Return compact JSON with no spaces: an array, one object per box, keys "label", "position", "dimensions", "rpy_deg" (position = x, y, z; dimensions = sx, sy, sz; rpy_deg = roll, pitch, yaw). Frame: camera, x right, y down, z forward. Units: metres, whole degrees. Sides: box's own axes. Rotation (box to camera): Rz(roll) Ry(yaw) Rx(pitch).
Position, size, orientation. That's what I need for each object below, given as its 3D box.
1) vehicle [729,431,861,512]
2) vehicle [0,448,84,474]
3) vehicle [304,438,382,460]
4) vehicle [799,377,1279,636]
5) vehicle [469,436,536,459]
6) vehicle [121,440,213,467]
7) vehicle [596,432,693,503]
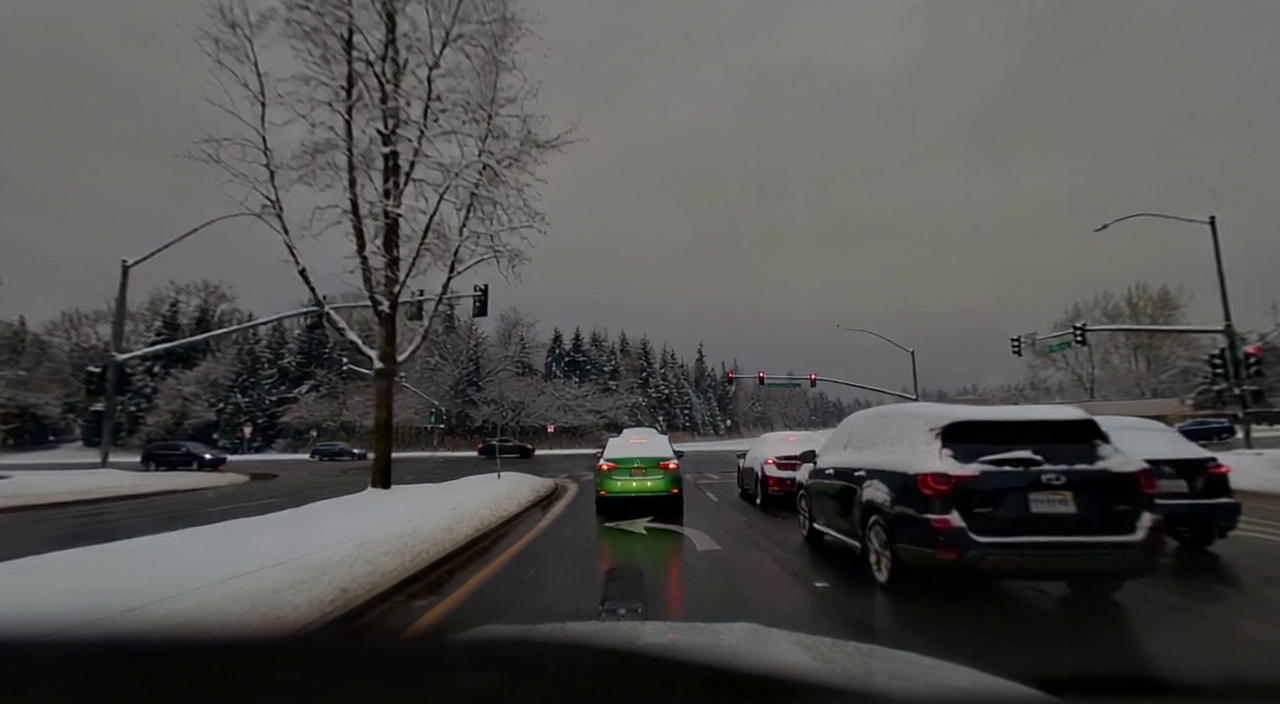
[{"label":"vehicle","position":[3.180,2.554,13.968],"dimensions":[1.861,1.479,4.371],"rpy_deg":[0,-9,1]},{"label":"vehicle","position":[-36.450,6.524,37.906],"dimensions":[4.630,1.441,1.923],"rpy_deg":[-1,-9,8]},{"label":"vehicle","position":[-21.335,7.005,45.500],"dimensions":[4.670,1.542,1.861],"rpy_deg":[-1,-9,6]},{"label":"vehicle","position":[3.439,1.438,6.938],"dimensions":[2.111,1.780,4.990],"rpy_deg":[0,-9,0]},{"label":"vehicle","position":[-9.144,6.379,42.210],"dimensions":[4.076,1.498,2.175],"rpy_deg":[1,-9,-4]},{"label":"vehicle","position":[-30.126,6.473,40.292],"dimensions":[4.517,1.637,1.935],"rpy_deg":[-1,-9,8]},{"label":"vehicle","position":[0.129,2.734,15.340],"dimensions":[2.026,1.458,4.175],"rpy_deg":[0,-9,1]}]
